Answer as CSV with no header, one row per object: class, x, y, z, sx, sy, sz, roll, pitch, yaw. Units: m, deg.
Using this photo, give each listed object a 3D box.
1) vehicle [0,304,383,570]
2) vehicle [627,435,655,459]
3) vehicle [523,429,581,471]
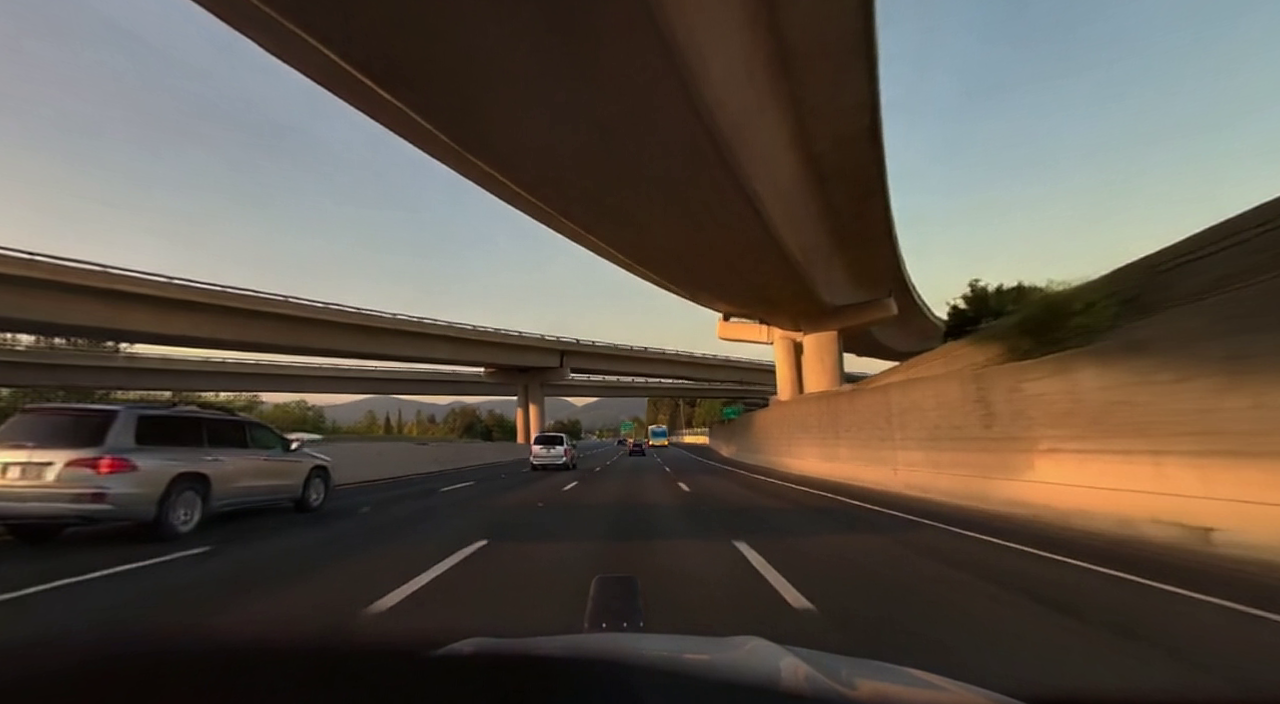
vehicle,-7.570,1.476,10.856,2.872,2.890,7.923,0,-9,0
vehicle,0.024,7.212,47.816,2.052,1.711,4.223,0,-8,-1
vehicle,-4.292,4.874,31.510,2.147,1.918,4.834,0,-8,1
